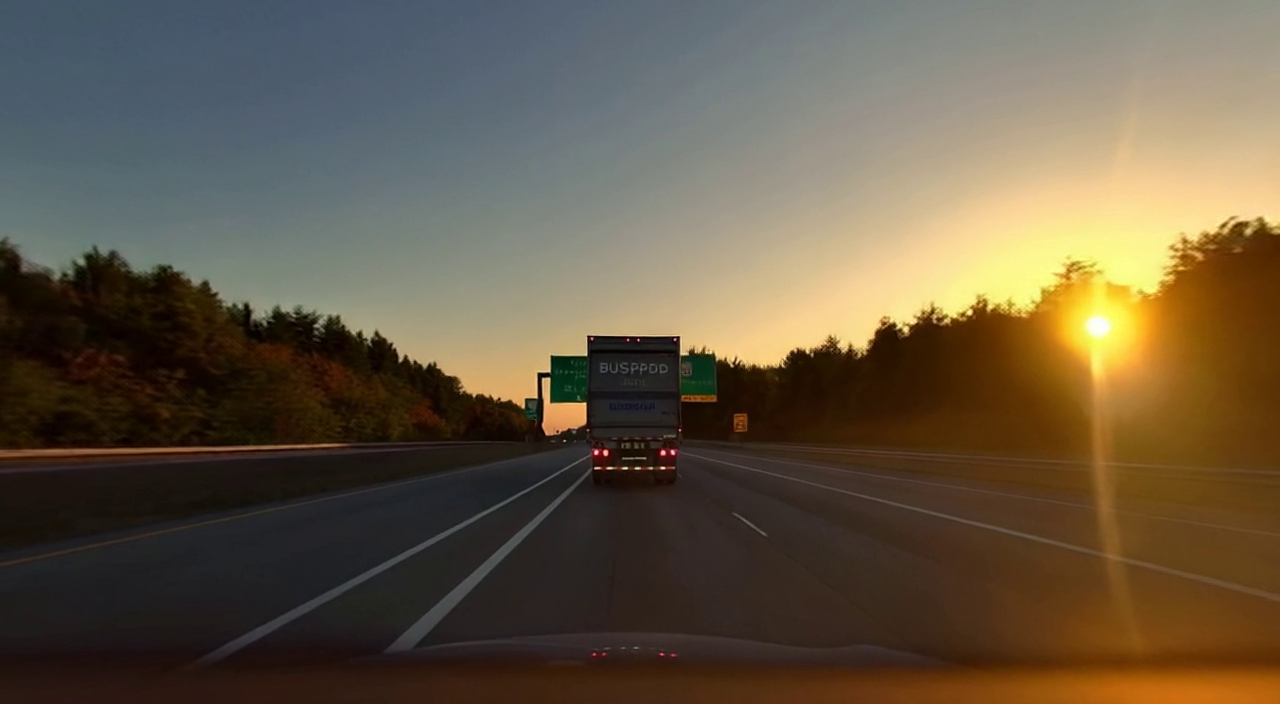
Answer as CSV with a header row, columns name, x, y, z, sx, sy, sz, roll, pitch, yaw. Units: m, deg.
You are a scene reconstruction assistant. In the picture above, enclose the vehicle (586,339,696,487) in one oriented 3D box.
name,x,y,z,sx,sy,sz,roll,pitch,yaw
vehicle,-0.114,2.180,21.036,2.870,3.911,8.697,0,-8,-2
